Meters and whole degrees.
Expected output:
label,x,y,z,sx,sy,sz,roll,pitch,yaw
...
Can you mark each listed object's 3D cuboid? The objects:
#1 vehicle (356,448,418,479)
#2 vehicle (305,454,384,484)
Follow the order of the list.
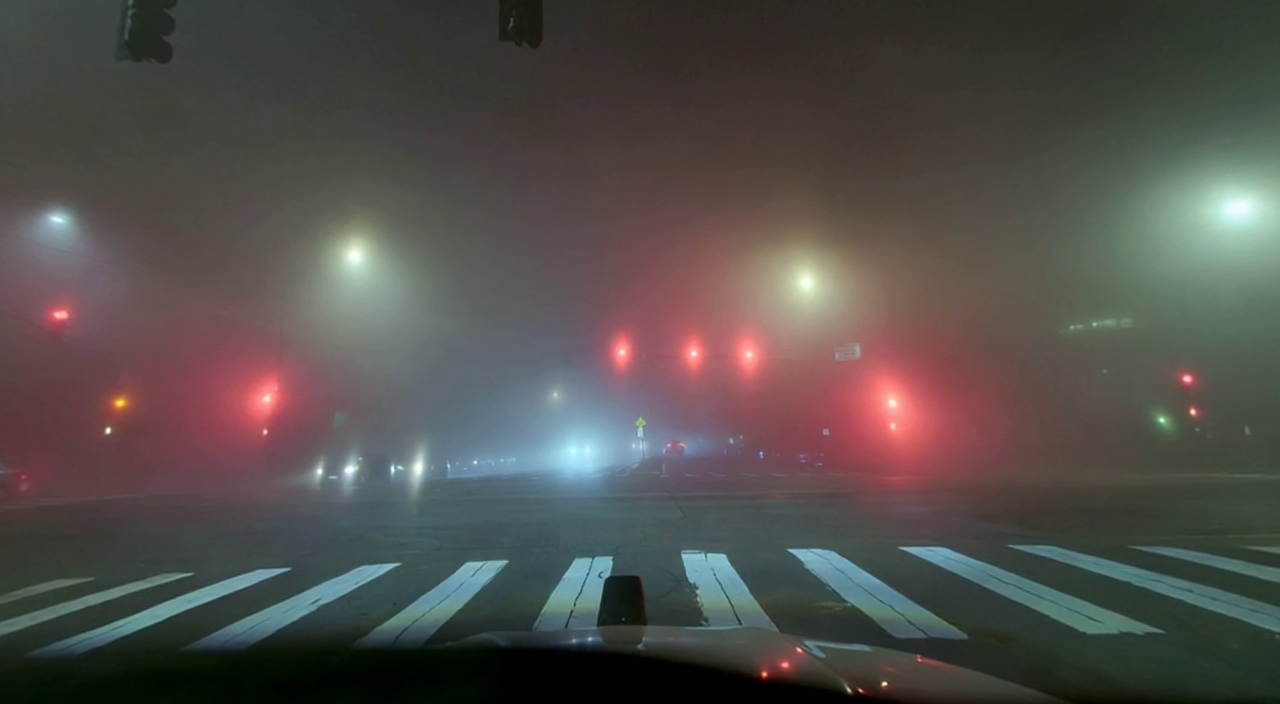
label,x,y,z,sx,sy,sz,roll,pitch,yaw
vehicle,-16.185,7.106,40.447,1.960,1.819,5.018,0,-9,-1
vehicle,-16.095,6.369,34.500,2.055,1.506,4.663,0,-9,0
